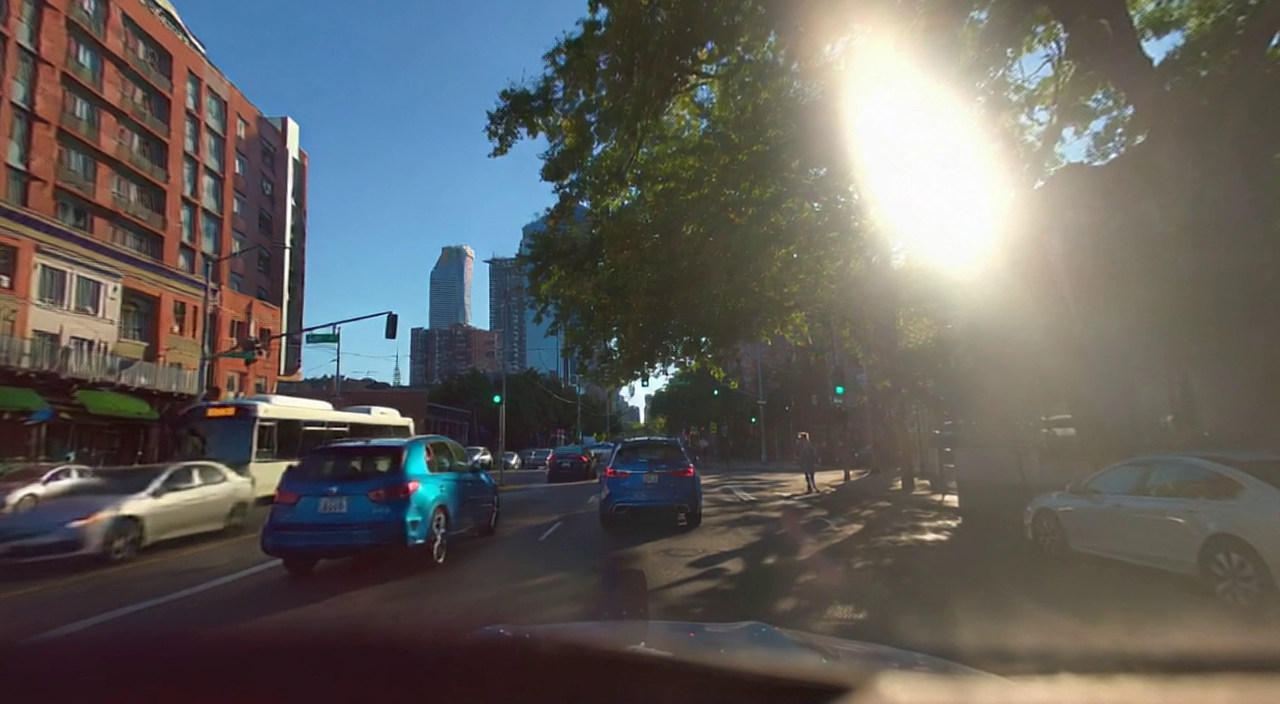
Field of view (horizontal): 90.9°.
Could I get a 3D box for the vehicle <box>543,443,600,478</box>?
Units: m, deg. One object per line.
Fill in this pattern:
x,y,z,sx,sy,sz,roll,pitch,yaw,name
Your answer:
-3.037,4.923,28.835,2.131,1.486,4.089,0,-9,0,vehicle

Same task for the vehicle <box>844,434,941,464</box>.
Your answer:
16.433,6.346,41.261,5.345,1.811,2.175,0,-9,-1,vehicle

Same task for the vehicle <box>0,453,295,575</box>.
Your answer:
-7.321,2.200,9.362,1.964,1.341,4.149,-1,-9,2,vehicle

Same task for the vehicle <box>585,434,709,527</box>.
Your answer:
0.083,2.368,12.108,2.022,1.481,3.564,0,-9,-1,vehicle

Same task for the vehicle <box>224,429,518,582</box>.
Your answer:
-3.115,1.869,8.581,1.970,1.492,4.534,0,-9,0,vehicle

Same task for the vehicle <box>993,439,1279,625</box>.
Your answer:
5.994,1.677,6.654,1.873,1.453,4.579,0,-9,0,vehicle
